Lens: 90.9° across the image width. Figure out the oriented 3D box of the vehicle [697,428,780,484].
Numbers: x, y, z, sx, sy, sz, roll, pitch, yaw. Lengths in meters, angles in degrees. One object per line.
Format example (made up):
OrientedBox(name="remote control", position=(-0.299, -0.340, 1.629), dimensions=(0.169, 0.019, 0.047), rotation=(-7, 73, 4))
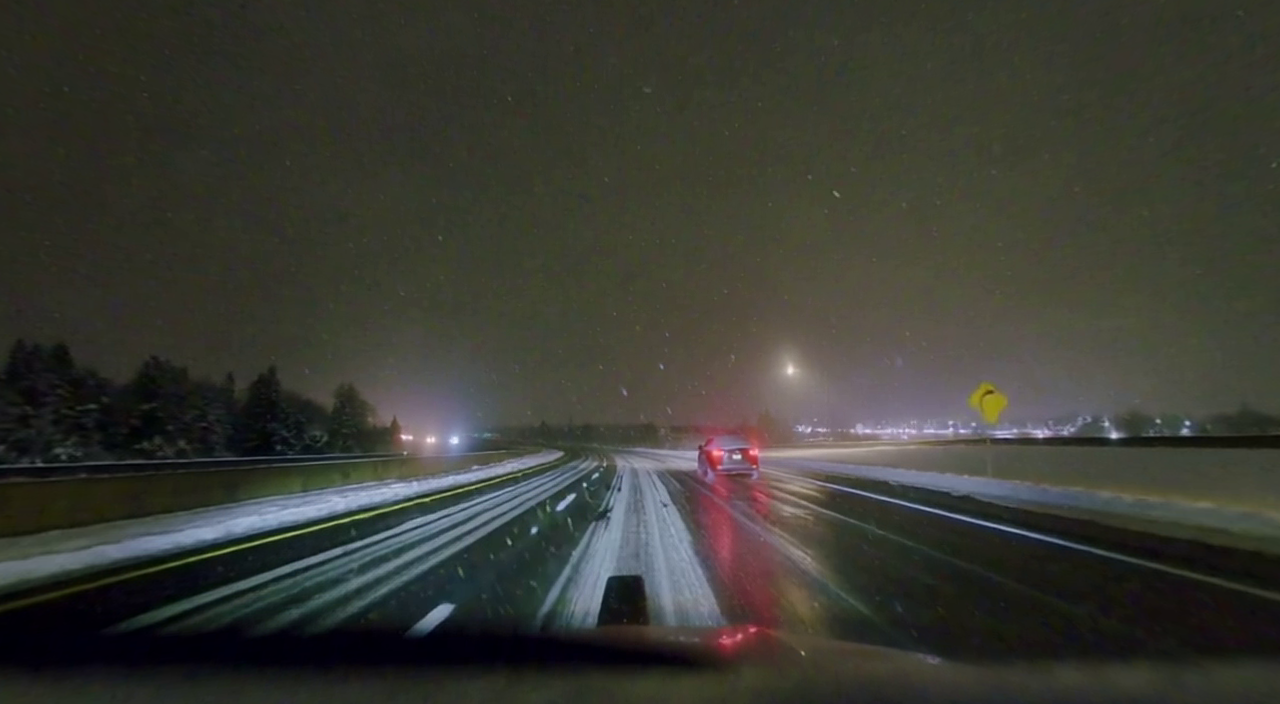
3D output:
OrientedBox(name="vehicle", position=(3.234, 3.526, 21.714), dimensions=(2.059, 1.715, 4.192), rotation=(0, -8, -2))
